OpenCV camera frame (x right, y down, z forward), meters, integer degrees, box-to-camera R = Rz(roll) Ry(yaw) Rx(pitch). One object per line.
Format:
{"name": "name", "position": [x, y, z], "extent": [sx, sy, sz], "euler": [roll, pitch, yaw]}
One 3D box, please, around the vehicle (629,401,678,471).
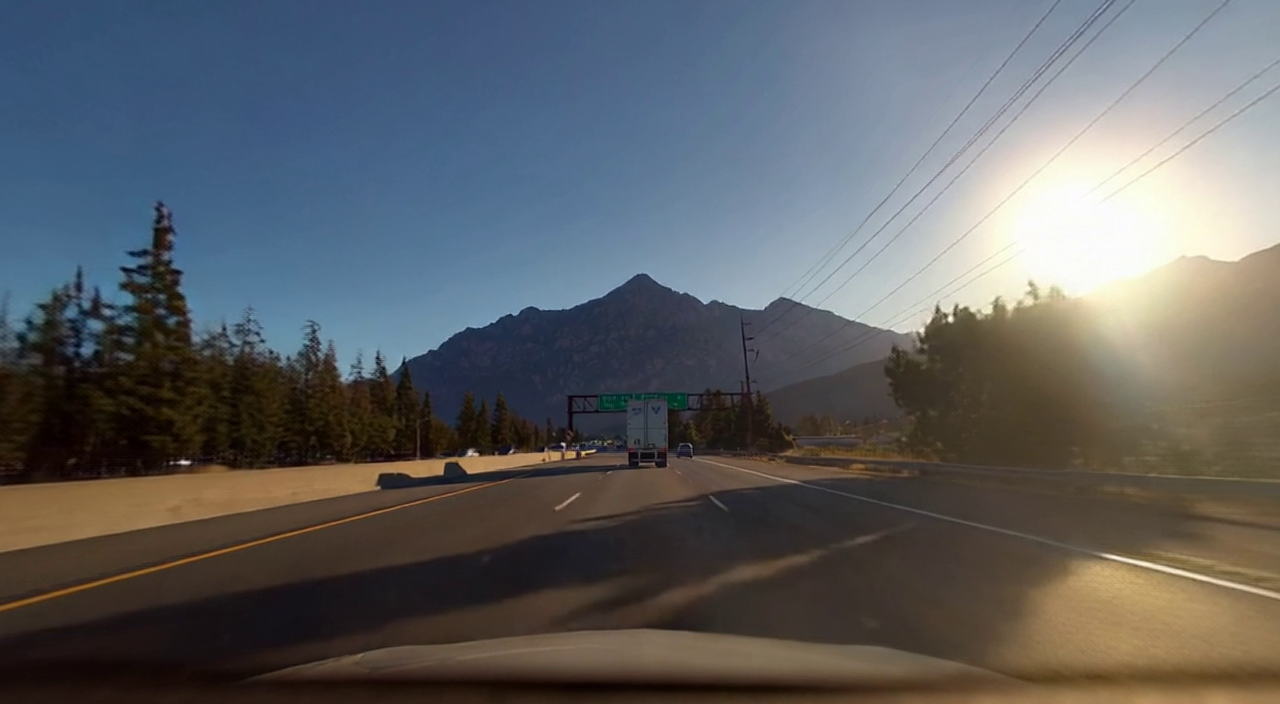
{"name": "vehicle", "position": [0.734, 5.829, 43.280], "extent": [2.919, 4.101, 11.541], "euler": [0, -8, -1]}
